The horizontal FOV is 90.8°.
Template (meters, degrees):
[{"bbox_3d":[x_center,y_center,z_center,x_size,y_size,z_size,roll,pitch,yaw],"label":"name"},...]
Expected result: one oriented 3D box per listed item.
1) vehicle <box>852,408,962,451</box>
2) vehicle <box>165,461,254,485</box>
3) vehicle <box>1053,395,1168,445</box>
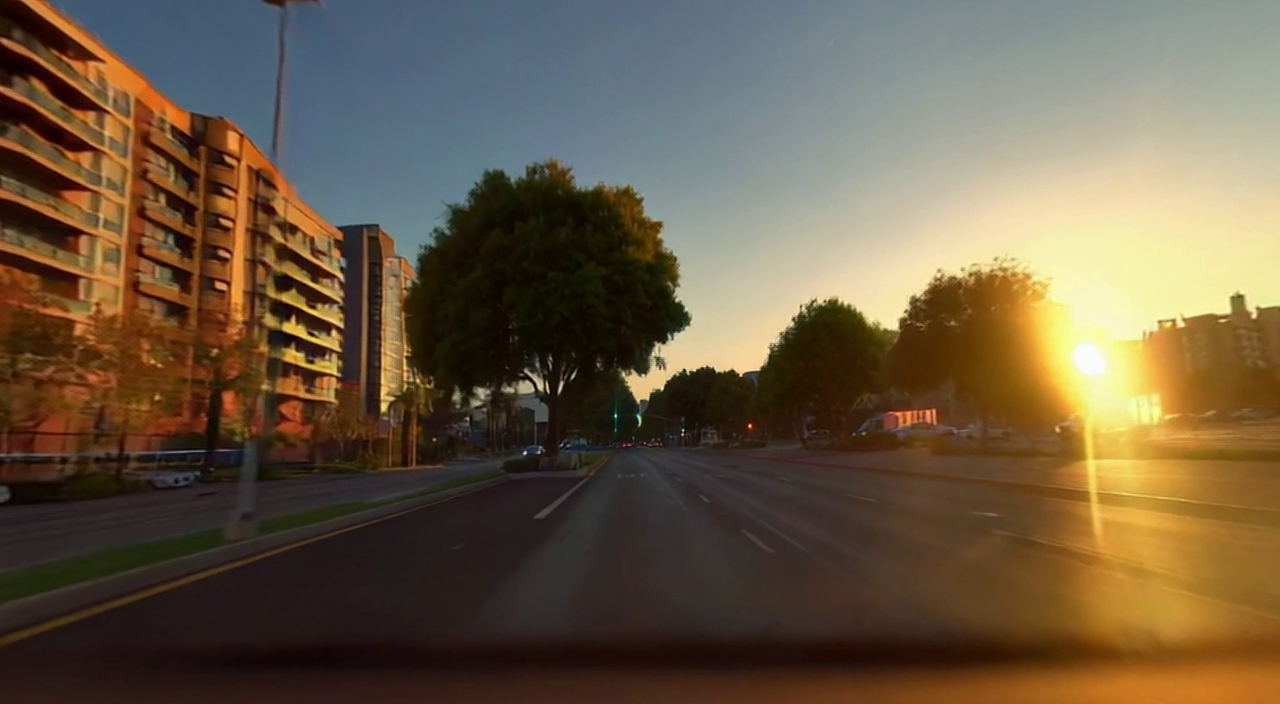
[{"bbox_3d":[20.933,6.131,49.875,7.305,3.266,2.842,0,-9,-3],"label":"vehicle"},{"bbox_3d":[-30.545,8.583,44.943,4.821,1.605,2.028,-1,-9,0],"label":"vehicle"},{"bbox_3d":[33.015,4.958,44.793,2.670,3.093,7.117,-2,-9,1],"label":"vehicle"}]
